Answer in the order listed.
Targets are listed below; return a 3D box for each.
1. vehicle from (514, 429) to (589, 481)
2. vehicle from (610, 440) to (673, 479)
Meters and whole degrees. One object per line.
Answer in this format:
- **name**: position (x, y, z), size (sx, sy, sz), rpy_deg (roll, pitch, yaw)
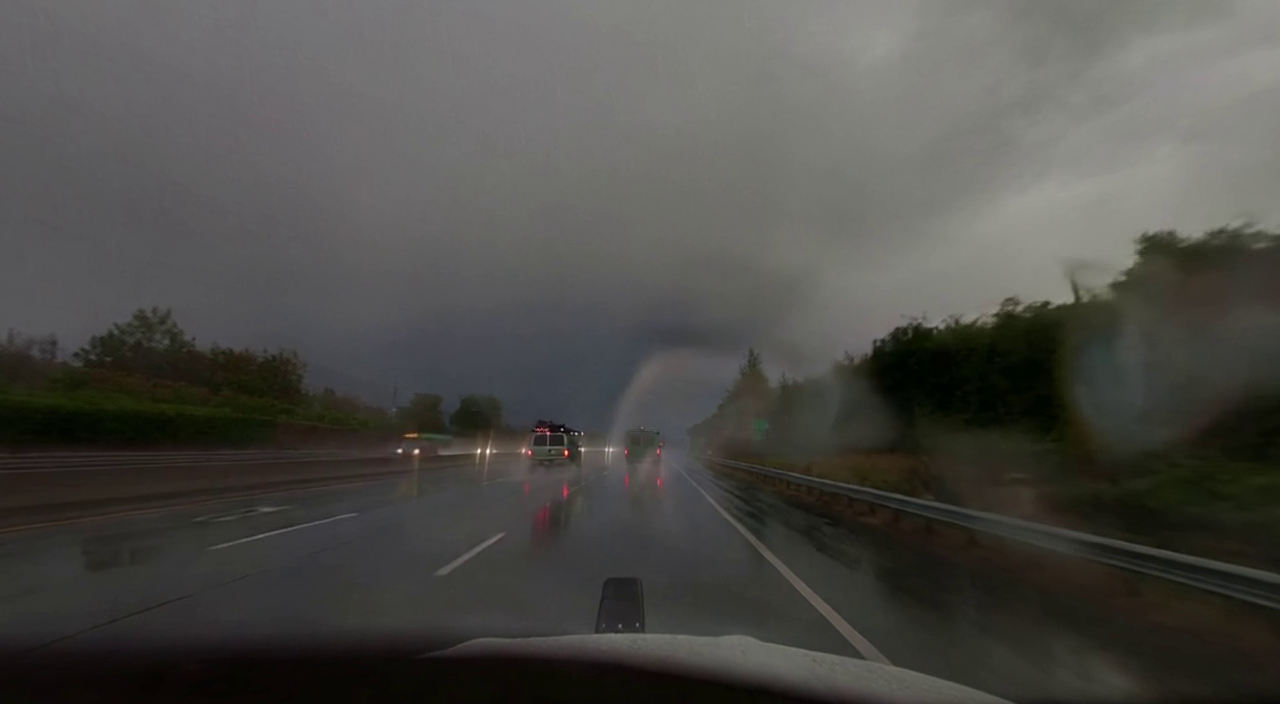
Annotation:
- **vehicle**: position (-3.548, 4.278, 26.385), size (2.250, 1.947, 4.860), rpy_deg (0, -9, 2)
- **vehicle**: position (0.165, 5.032, 29.785), size (2.715, 1.669, 5.163), rpy_deg (0, -9, 2)
